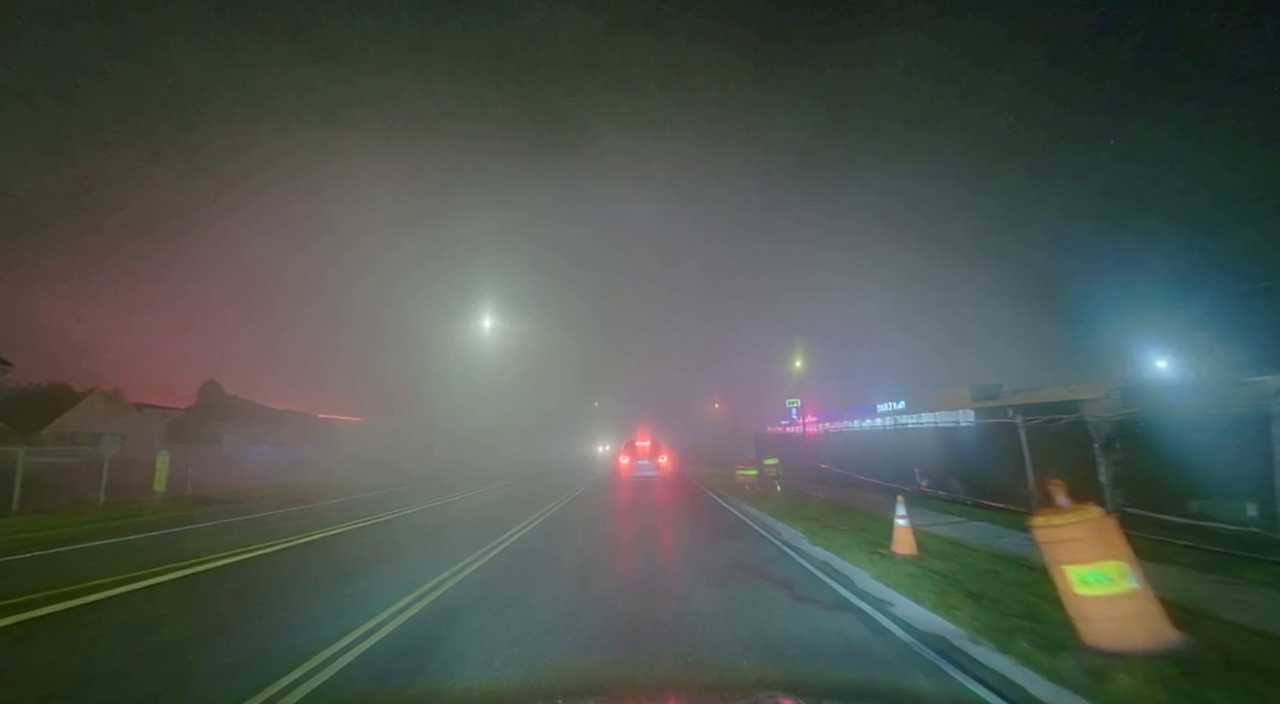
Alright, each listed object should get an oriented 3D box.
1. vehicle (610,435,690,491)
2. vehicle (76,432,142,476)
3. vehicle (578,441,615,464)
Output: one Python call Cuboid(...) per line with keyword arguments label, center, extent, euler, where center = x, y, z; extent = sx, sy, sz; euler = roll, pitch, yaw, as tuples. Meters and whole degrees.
Cuboid(label="vehicle", center=(0.256, 3.325, 19.117), extent=(2.144, 1.514, 4.063), euler=(0, -8, 0))
Cuboid(label="vehicle", center=(-32.280, 6.172, 38.222), extent=(1.805, 2.504, 2.723), euler=(1, -8, -11))
Cuboid(label="vehicle", center=(-3.066, 7.182, 45.045), extent=(2.208, 1.520, 4.358), euler=(0, -8, 1))
